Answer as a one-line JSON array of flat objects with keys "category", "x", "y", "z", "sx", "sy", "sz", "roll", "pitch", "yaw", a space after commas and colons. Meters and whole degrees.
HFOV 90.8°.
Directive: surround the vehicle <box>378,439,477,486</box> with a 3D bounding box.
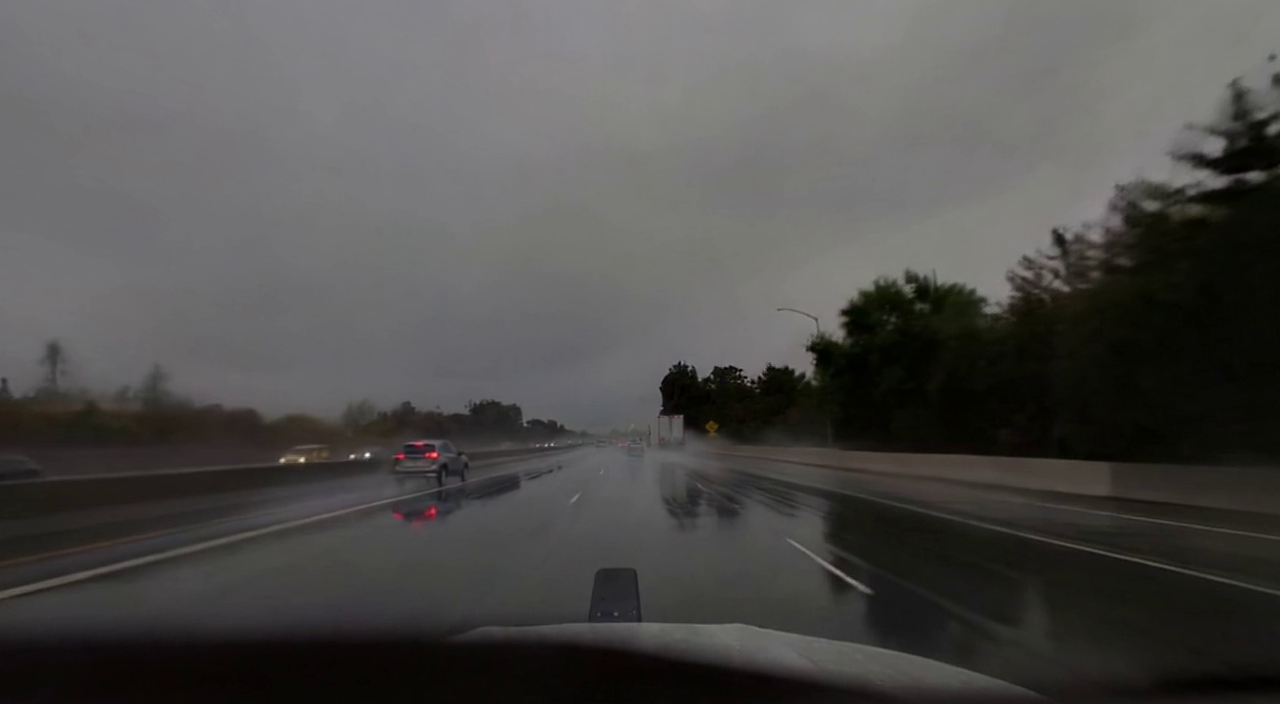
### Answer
[{"category": "vehicle", "x": -7.483, "y": 3.937, "z": 22.816, "sx": 2.033, "sy": 1.494, "sz": 4.508, "roll": 0, "pitch": -9, "yaw": 0}]
